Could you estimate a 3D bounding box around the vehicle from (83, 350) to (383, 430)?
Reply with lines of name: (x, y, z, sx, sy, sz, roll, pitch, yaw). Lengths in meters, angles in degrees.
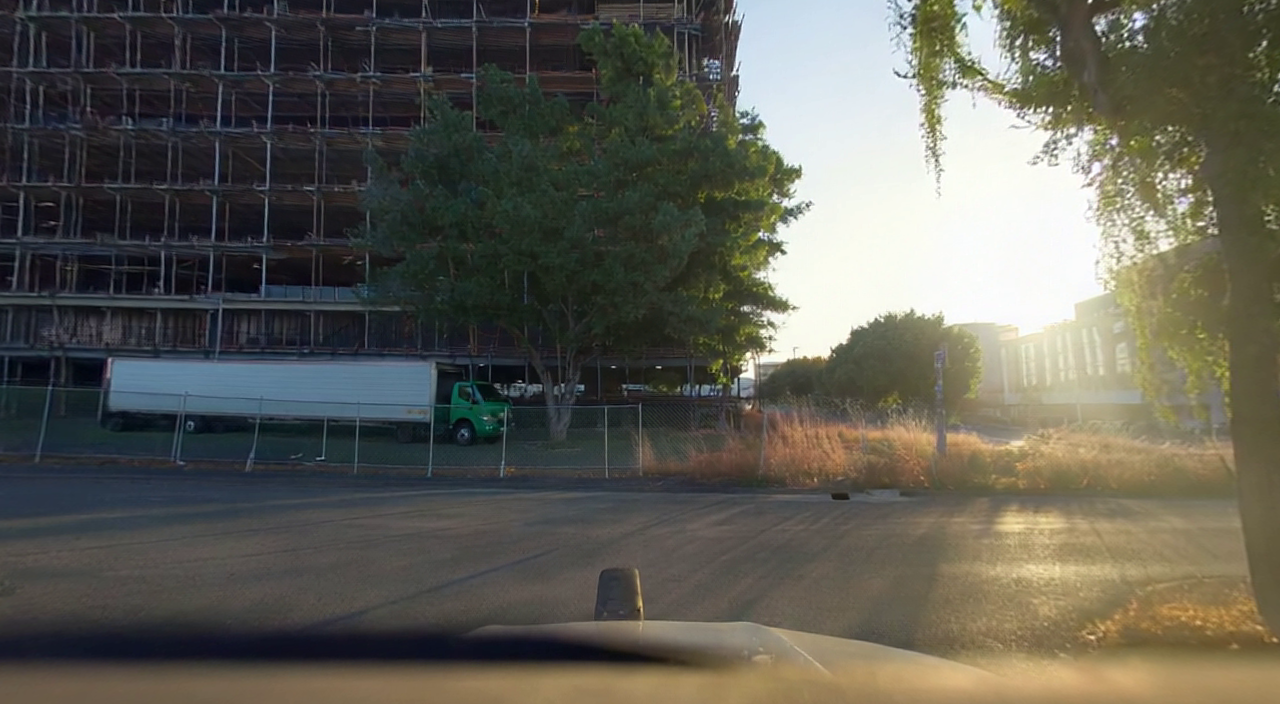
vehicle: (-22.741, 2.396, 36.467, 14.067, 4.099, 2.832, 3, -8, -15)
